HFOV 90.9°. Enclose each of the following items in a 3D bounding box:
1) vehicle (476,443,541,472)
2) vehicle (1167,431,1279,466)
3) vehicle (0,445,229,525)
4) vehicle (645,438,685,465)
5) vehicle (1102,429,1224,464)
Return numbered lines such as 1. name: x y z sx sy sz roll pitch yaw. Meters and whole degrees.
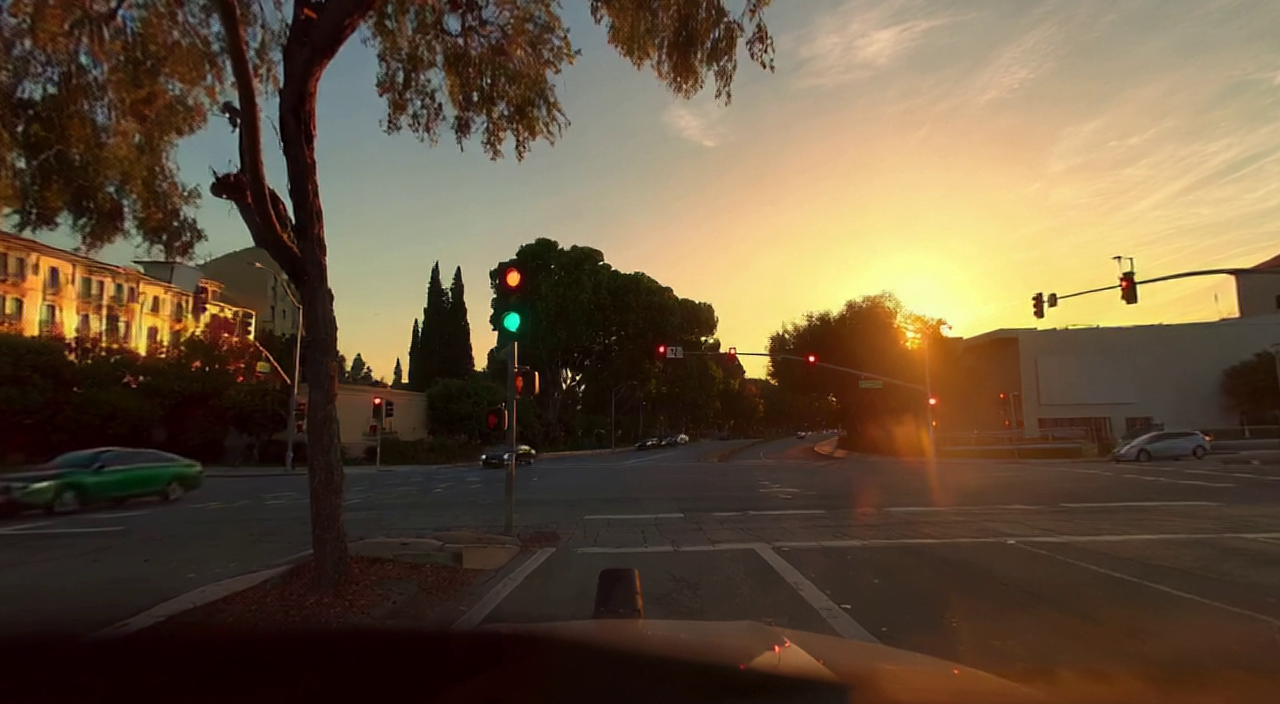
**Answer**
1. vehicle: -7.059 5.731 34.502 2.002 1.483 4.696 -1 -8 8
2. vehicle: 26.311 4.237 27.877 4.644 1.470 1.922 1 -8 -10
3. vehicle: -12.346 2.932 14.701 2.046 1.515 4.852 -1 -8 4
4. vehicle: 1.761 6.775 43.257 2.197 1.739 4.177 -2 -8 10
5. vehicle: 25.936 4.683 31.359 4.441 1.674 2.035 1 -8 -8
